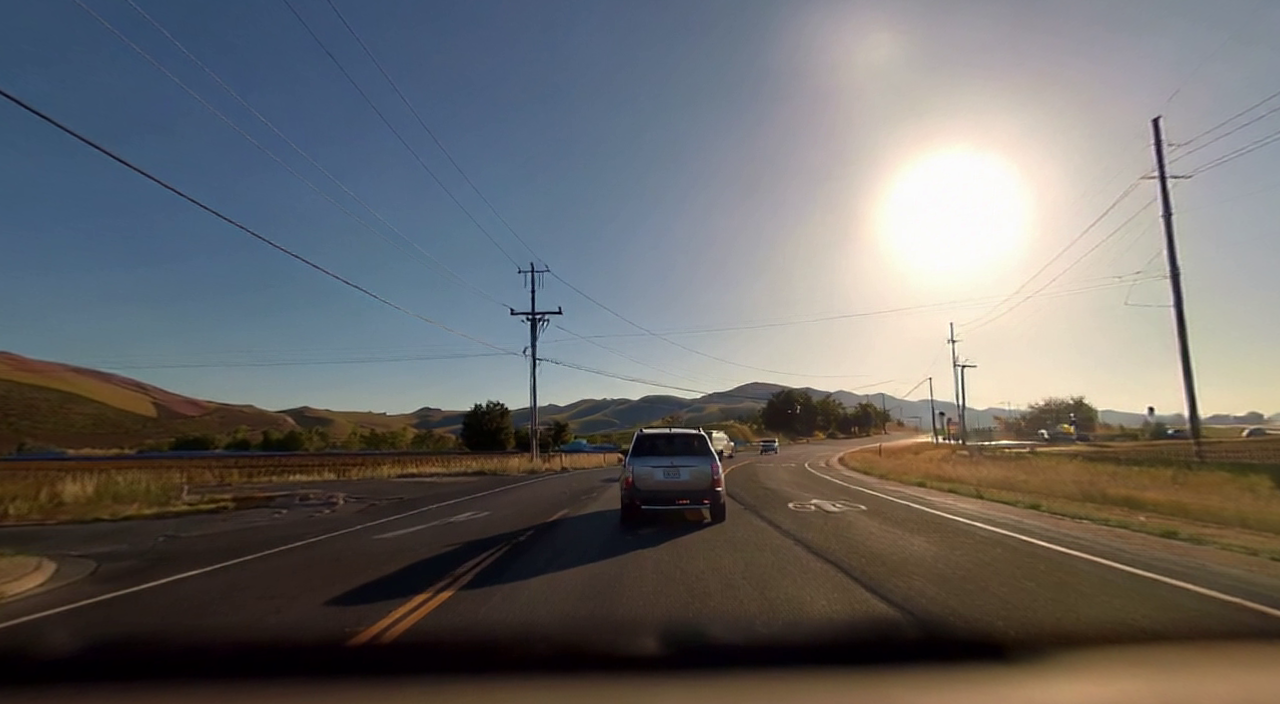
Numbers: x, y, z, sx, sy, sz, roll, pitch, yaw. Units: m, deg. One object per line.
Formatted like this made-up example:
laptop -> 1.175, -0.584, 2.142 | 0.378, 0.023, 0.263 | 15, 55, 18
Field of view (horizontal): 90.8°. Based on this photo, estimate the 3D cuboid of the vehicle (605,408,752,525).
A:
vehicle -> 0.678, 2.192, 12.539 | 2.364, 1.859, 4.538 | 0, -9, 2
